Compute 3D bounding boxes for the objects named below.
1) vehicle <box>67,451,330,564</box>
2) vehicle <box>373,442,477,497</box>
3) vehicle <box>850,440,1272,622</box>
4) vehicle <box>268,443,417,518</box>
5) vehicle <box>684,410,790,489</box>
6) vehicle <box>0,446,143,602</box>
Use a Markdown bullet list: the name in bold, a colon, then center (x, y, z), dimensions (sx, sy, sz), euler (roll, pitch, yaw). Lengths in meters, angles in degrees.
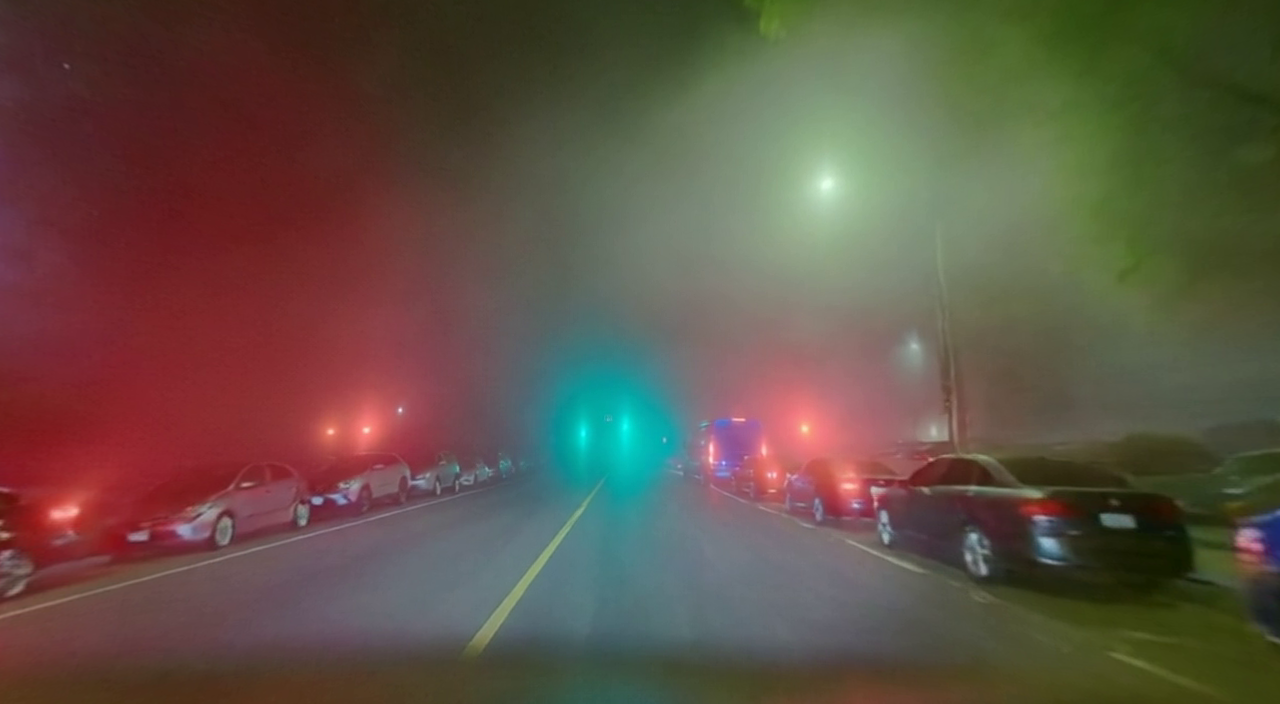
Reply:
- **vehicle**: center (-7.221, 2.508, 10.936), dimensions (1.775, 1.433, 4.011), euler (-2, -8, -2)
- **vehicle**: center (-7.535, 4.142, 22.690), dimensions (1.984, 1.745, 4.866), euler (0, -9, 0)
- **vehicle**: center (4.206, 1.796, 7.437), dimensions (1.804, 1.453, 4.462), euler (0, -9, -1)
- **vehicle**: center (-7.438, 3.196, 16.300), dimensions (1.874, 1.607, 4.174), euler (-1, -8, -1)
- **vehicle**: center (3.799, 4.108, 26.671), dimensions (3.089, 2.882, 6.770), euler (0, -9, -3)
- **vehicle**: center (-7.180, 1.643, 5.782), dimensions (1.950, 1.489, 4.214), euler (-1, -9, -3)
